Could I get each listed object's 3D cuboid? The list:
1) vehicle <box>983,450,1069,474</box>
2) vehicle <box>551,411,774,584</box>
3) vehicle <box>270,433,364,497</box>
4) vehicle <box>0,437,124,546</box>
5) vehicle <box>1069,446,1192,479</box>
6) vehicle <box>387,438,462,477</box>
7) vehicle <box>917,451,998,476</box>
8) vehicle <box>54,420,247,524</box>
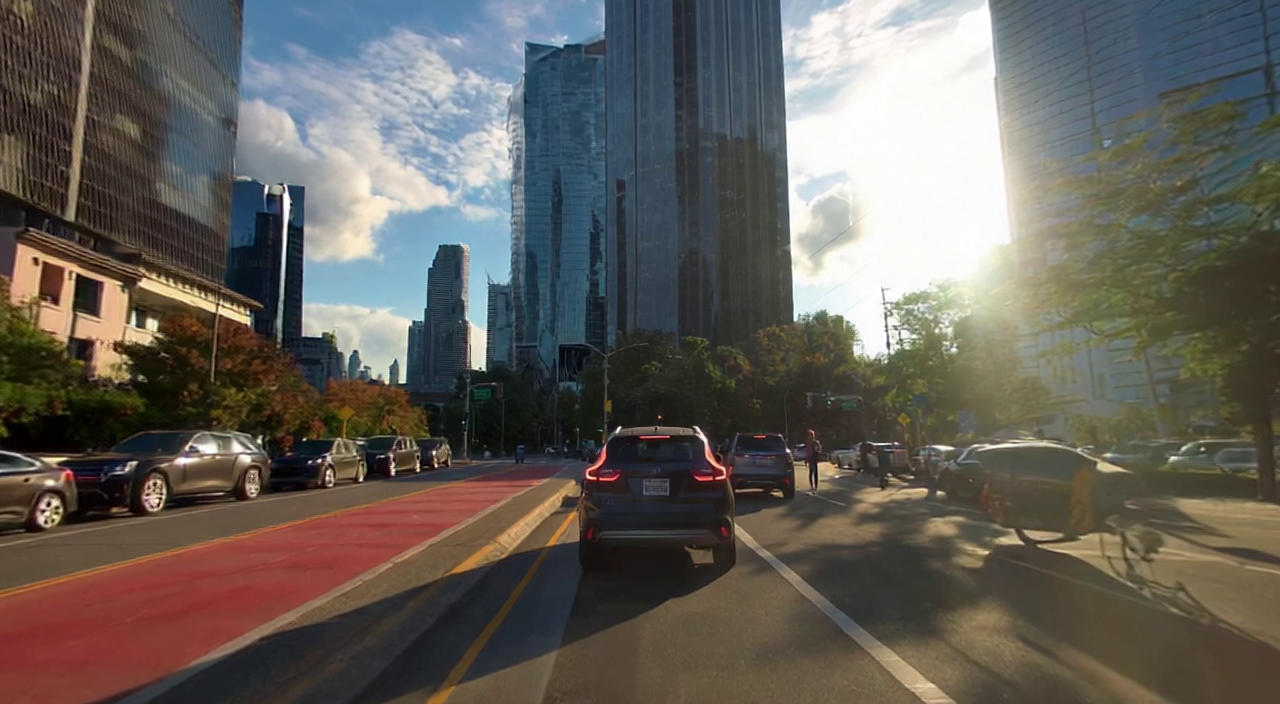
[{"bbox_3d":[28.265,8.034,46.350,5.153,1.626,1.895,-6,-11,36],"label":"vehicle"},{"bbox_3d":[0.266,1.748,8.393,2.192,1.695,4.142,0,-8,1],"label":"vehicle"},{"bbox_3d":[-10.950,3.810,21.678,1.559,1.973,3.419,0,-8,-4],"label":"vehicle"},{"bbox_3d":[-9.962,1.977,8.923,1.844,1.524,4.371,0,-8,-4],"label":"vehicle"},{"bbox_3d":[31.123,7.007,40.389,5.890,1.996,2.155,-6,-10,34],"label":"vehicle"},{"bbox_3d":[-11.615,5.720,34.577,2.338,1.963,5.740,0,-8,-3],"label":"vehicle"},{"bbox_3d":[23.034,8.029,45.847,4.956,1.706,1.822,-6,-10,34],"label":"vehicle"},{"bbox_3d":[-10.325,2.515,13.695,1.543,1.946,3.454,1,-8,-5],"label":"vehicle"}]
